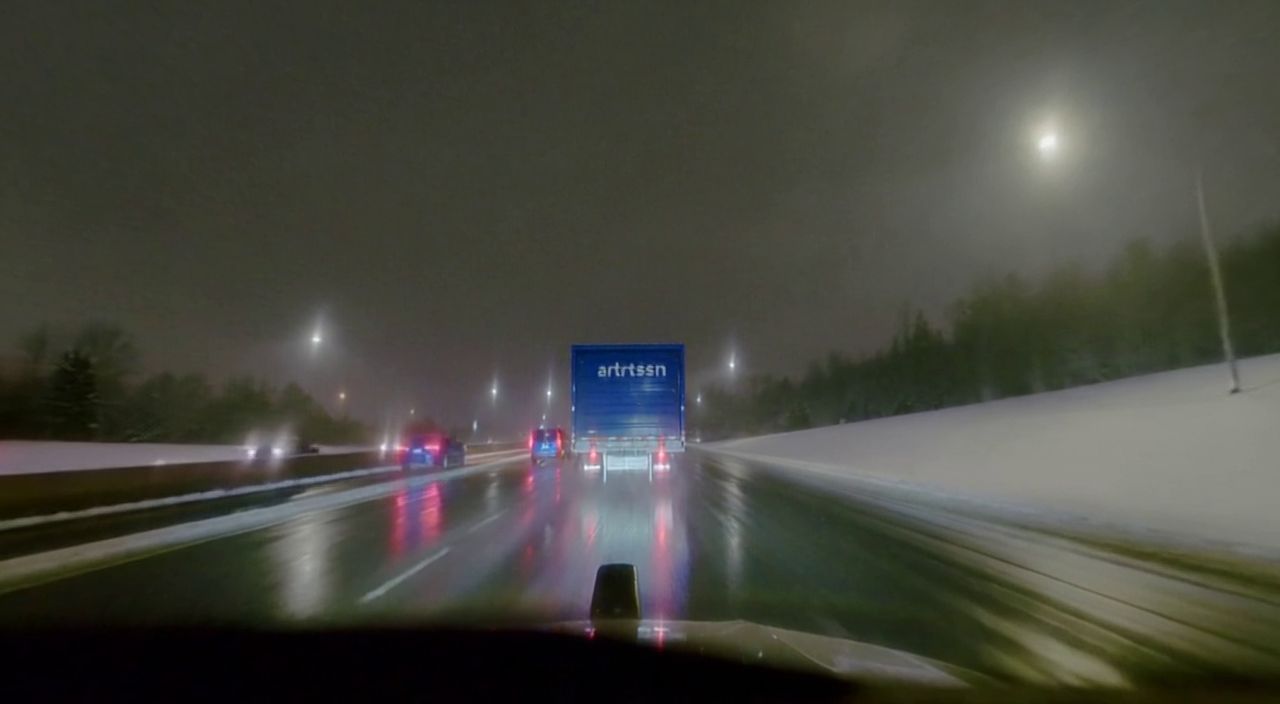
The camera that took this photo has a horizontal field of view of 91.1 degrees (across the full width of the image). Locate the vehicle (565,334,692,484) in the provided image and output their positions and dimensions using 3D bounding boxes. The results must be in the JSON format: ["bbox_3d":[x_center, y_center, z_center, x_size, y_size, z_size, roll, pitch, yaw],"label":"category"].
[{"bbox_3d":[-0.400,2.253,22.683,3.442,4.106,10.719,0,-8,-1],"label":"vehicle"}]

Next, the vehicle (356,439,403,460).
[{"bbox_3d":[-20.043,7.495,48.480,1.829,1.546,4.004,0,-8,1],"label":"vehicle"}]

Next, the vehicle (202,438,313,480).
[{"bbox_3d":[-16.098,4.478,26.764,1.927,1.633,4.459,0,-8,0],"label":"vehicle"}]

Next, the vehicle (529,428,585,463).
[{"bbox_3d":[-4.206,4.823,32.746,2.168,1.671,4.888,0,-8,1],"label":"vehicle"}]

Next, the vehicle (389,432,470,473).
[{"bbox_3d":[-8.410,4.034,25.499,1.940,1.488,3.976,0,-8,0],"label":"vehicle"}]

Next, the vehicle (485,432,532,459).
[{"bbox_3d":[-8.134,5.811,39.382,1.981,1.574,4.561,0,-8,0],"label":"vehicle"}]
